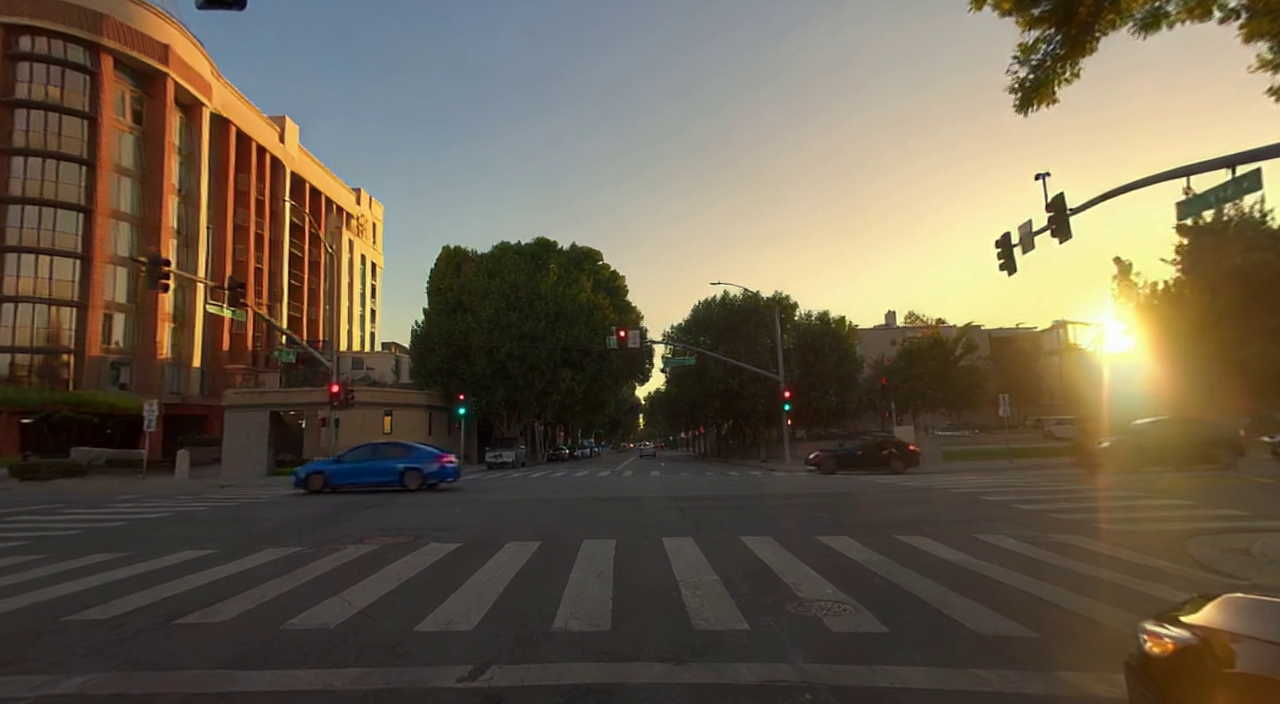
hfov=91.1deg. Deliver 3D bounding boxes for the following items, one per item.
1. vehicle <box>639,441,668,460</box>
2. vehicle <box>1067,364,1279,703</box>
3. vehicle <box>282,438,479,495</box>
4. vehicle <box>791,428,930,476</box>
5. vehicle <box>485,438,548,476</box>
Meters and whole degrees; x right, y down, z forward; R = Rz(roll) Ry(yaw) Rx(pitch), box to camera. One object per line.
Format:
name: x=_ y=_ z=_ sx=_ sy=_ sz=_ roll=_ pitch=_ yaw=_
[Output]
vehicle: x=1.033 y=7.757 z=49.657 sx=2.031 sy=1.442 sz=4.446 roll=0 pitch=-8 yaw=-2
vehicle: x=2.889 y=0.675 z=0.838 sx=1.947 sy=1.576 sz=3.825 roll=0 pitch=-8 yaw=1
vehicle: x=-7.030 y=3.129 z=17.391 sx=4.613 sy=1.443 sz=1.883 roll=0 pitch=-8 yaw=0
vehicle: x=8.239 y=3.744 z=23.548 sx=4.551 sy=1.625 sz=2.053 roll=-5 pitch=-10 yaw=29
vehicle: x=-5.945 y=5.102 z=30.752 sx=2.115 sy=1.690 sz=4.322 roll=0 pitch=-8 yaw=1
